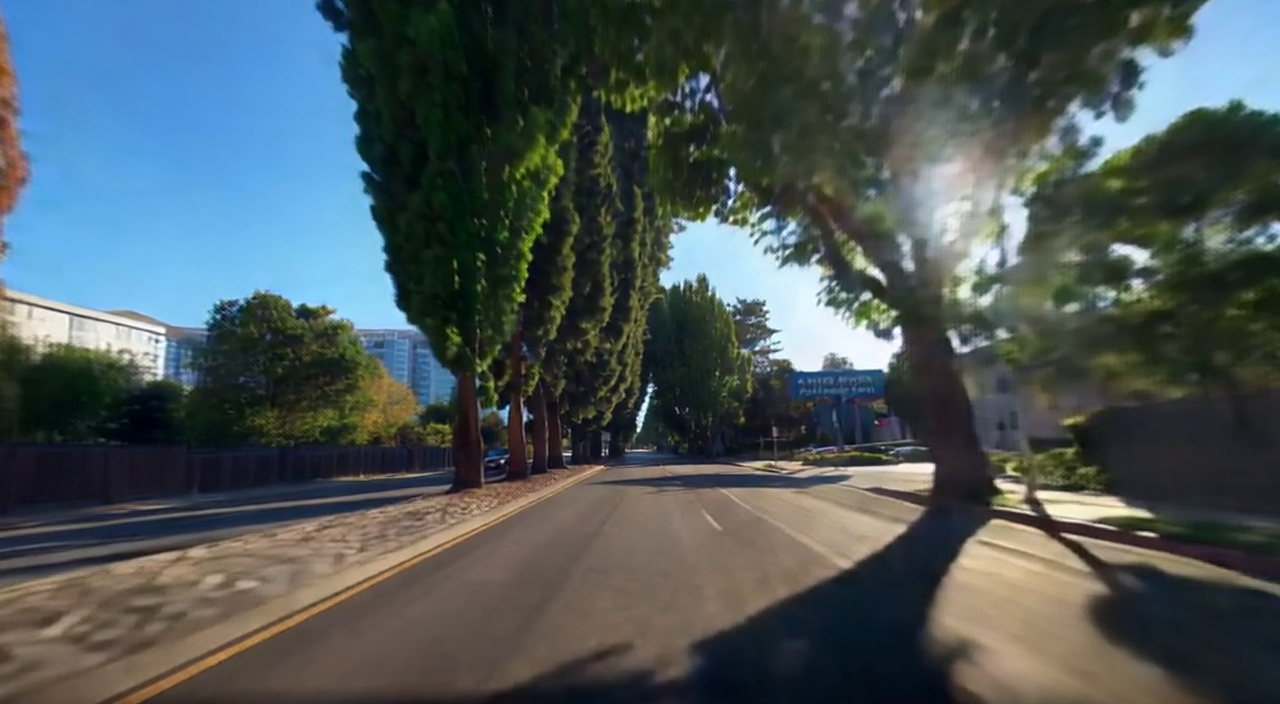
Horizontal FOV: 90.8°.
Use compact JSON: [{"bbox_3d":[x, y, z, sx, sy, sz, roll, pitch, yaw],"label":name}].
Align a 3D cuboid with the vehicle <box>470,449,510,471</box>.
[{"bbox_3d":[-11.112,8.003,47.047,1.825,1.473,4.357,0,-9,0],"label":"vehicle"}]
